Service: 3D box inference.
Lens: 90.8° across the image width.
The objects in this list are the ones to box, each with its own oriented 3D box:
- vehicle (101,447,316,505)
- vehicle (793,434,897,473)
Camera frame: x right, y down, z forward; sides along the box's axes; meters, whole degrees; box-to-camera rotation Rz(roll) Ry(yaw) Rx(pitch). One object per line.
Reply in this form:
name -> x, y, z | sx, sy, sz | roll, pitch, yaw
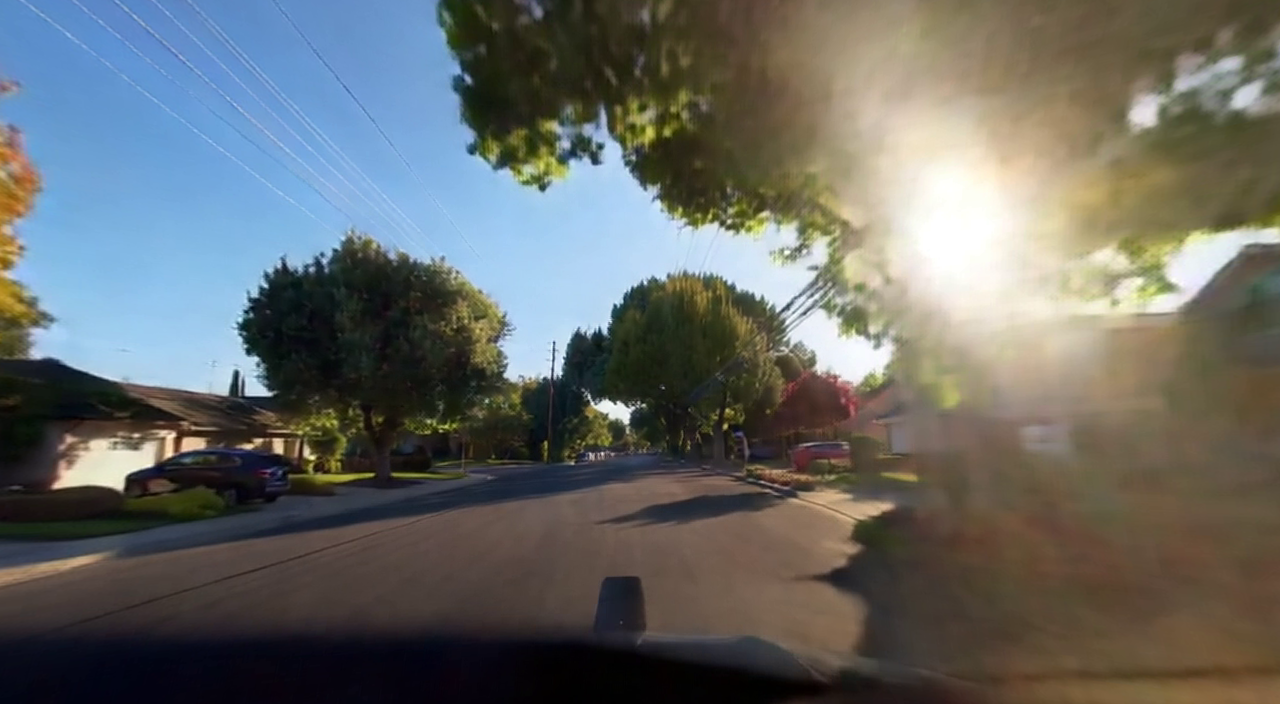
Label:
vehicle -> -12.568, 3.593, 18.625 | 4.893, 1.567, 2.105 | -1, -8, 5
vehicle -> 10.538, 5.249, 32.782 | 4.686, 1.786, 2.019 | -3, -8, 6
